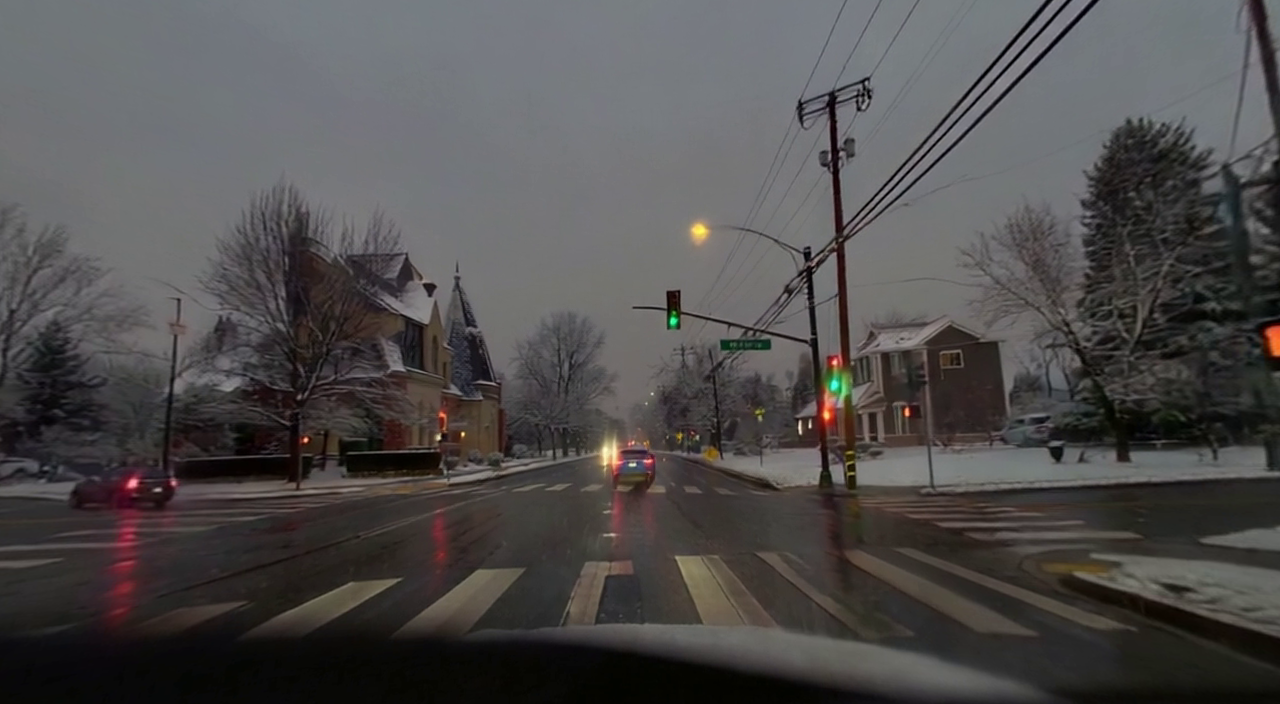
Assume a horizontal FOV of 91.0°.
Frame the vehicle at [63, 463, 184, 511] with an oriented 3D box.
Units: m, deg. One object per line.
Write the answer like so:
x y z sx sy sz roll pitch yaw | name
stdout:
-18.861 4.862 22.989 3.578 1.488 1.930 -4 -9 25 | vehicle

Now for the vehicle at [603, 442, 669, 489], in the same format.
-0.148 3.907 22.041 2.093 1.497 4.010 0 -8 -1 | vehicle
